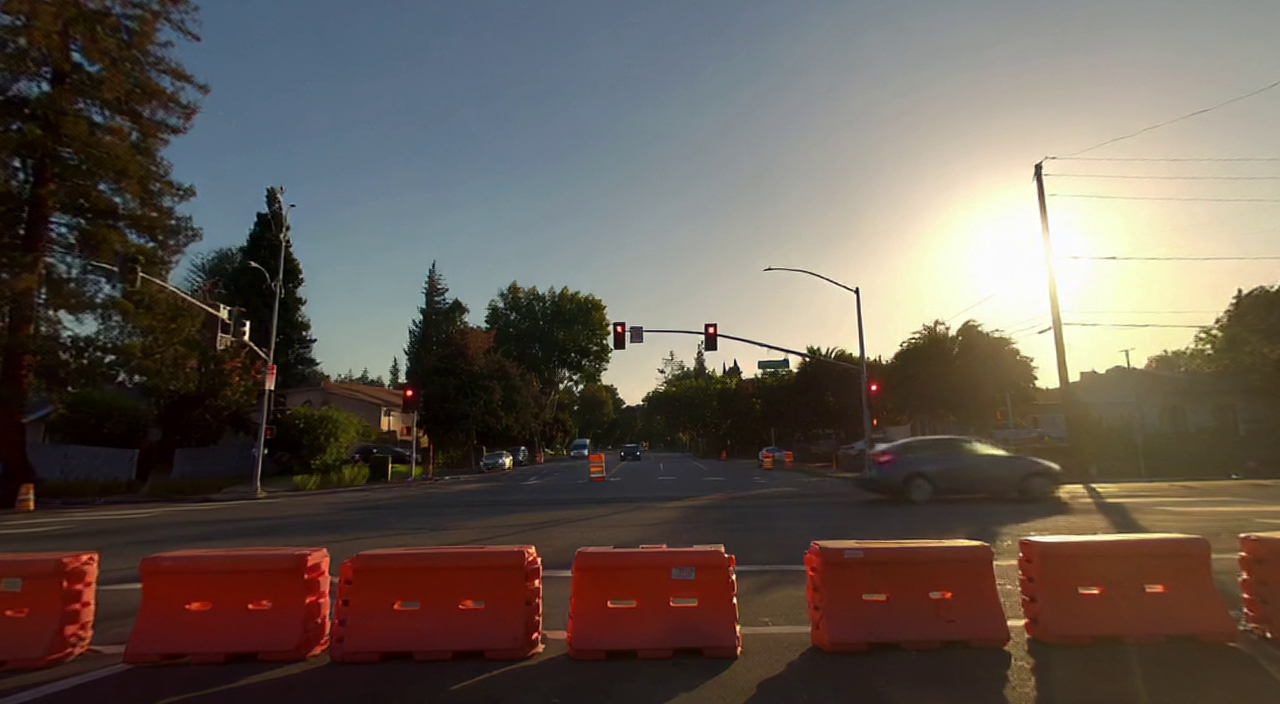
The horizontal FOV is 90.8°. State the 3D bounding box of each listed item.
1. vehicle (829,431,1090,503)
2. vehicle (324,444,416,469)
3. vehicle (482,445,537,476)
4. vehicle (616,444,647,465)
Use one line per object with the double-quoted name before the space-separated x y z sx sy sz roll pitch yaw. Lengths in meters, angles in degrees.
"vehicle" 7.133 2.605 14.546 4.860 1.483 2.077 0 -8 -1
"vehicle" -16.403 6.374 38.594 4.713 1.409 1.918 0 -8 -2
"vehicle" -6.610 5.530 32.390 1.881 1.452 4.121 0 -8 0
"vehicle" -0.639 7.495 46.380 2.105 1.457 4.173 0 -8 -1
